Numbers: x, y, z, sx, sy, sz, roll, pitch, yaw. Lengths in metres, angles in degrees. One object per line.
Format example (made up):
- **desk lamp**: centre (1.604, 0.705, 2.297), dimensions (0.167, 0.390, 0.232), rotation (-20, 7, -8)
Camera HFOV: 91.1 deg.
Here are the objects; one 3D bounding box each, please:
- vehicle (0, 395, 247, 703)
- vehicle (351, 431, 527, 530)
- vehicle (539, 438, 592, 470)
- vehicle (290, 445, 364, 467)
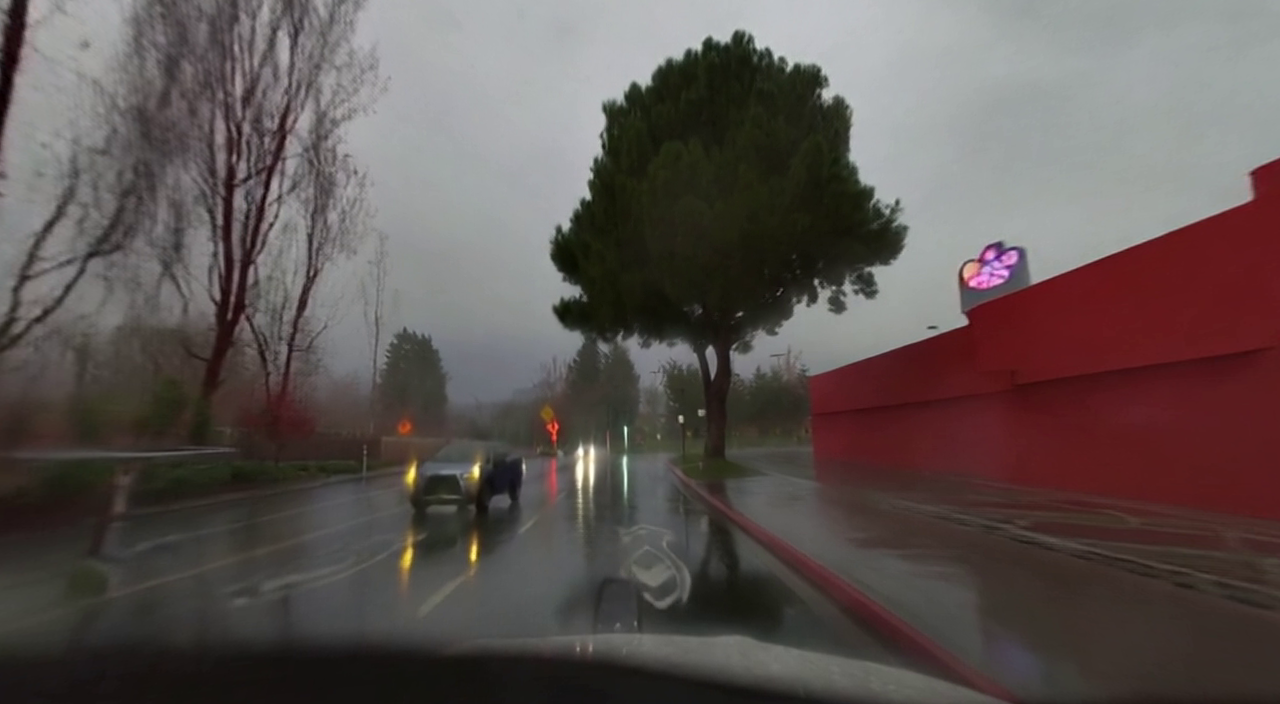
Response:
- **vehicle**: centre (-3.357, 0.861, 1.822), dimensions (1.768, 1.539, 4.147), rotation (0, -7, -1)
- **vehicle**: centre (-3.457, 2.245, 11.797), dimensions (1.853, 1.478, 4.381), rotation (0, -7, 0)
- **vehicle**: centre (-3.600, 4.992, 31.162), dimensions (1.962, 1.424, 4.289), rotation (0, -7, 1)
- **vehicle**: centre (-23.056, 7.625, 46.326), dimensions (4.552, 1.489, 1.948), rotation (-1, -8, 9)
